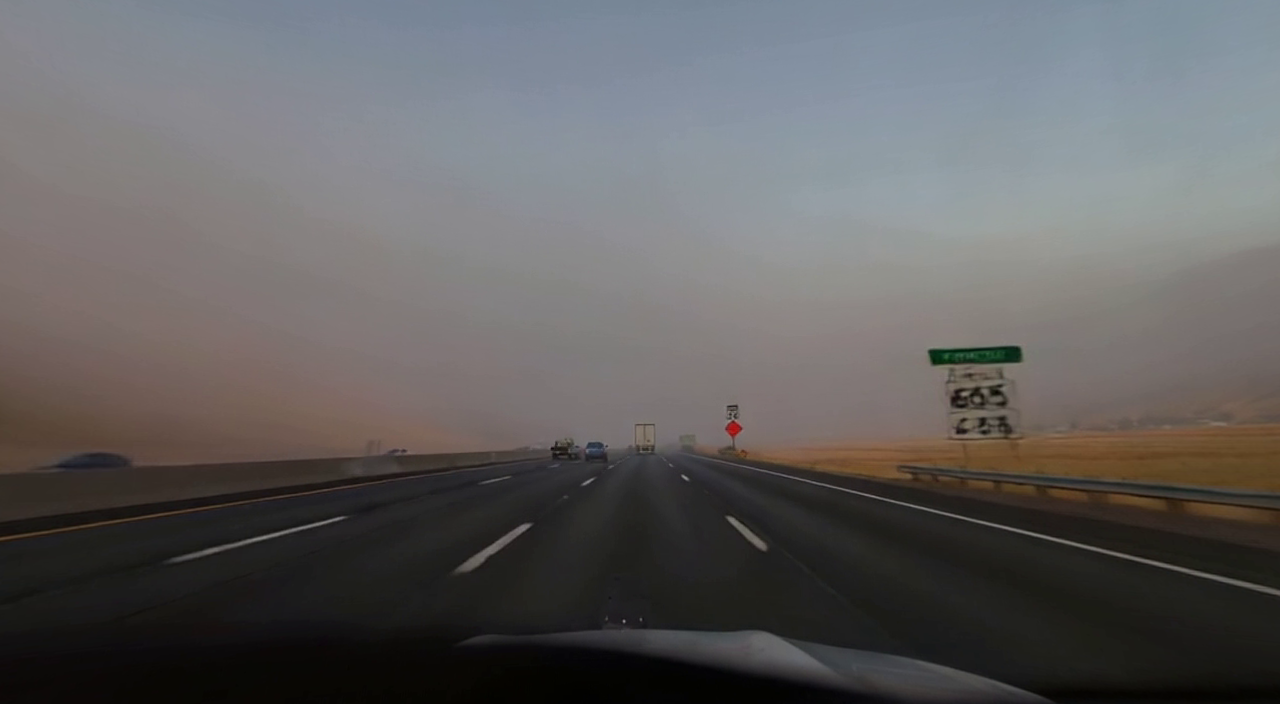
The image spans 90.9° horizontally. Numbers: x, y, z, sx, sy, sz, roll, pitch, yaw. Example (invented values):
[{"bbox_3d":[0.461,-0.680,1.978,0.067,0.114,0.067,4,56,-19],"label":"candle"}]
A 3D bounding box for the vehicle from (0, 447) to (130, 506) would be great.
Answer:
[{"bbox_3d":[-20.810,3.374,16.349,2.806,1.757,15.088,0,-8,0],"label":"vehicle"}]

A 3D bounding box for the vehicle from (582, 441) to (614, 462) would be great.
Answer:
[{"bbox_3d":[-3.197,7.677,48.803,2.042,1.532,4.396,0,-8,1],"label":"vehicle"}]
